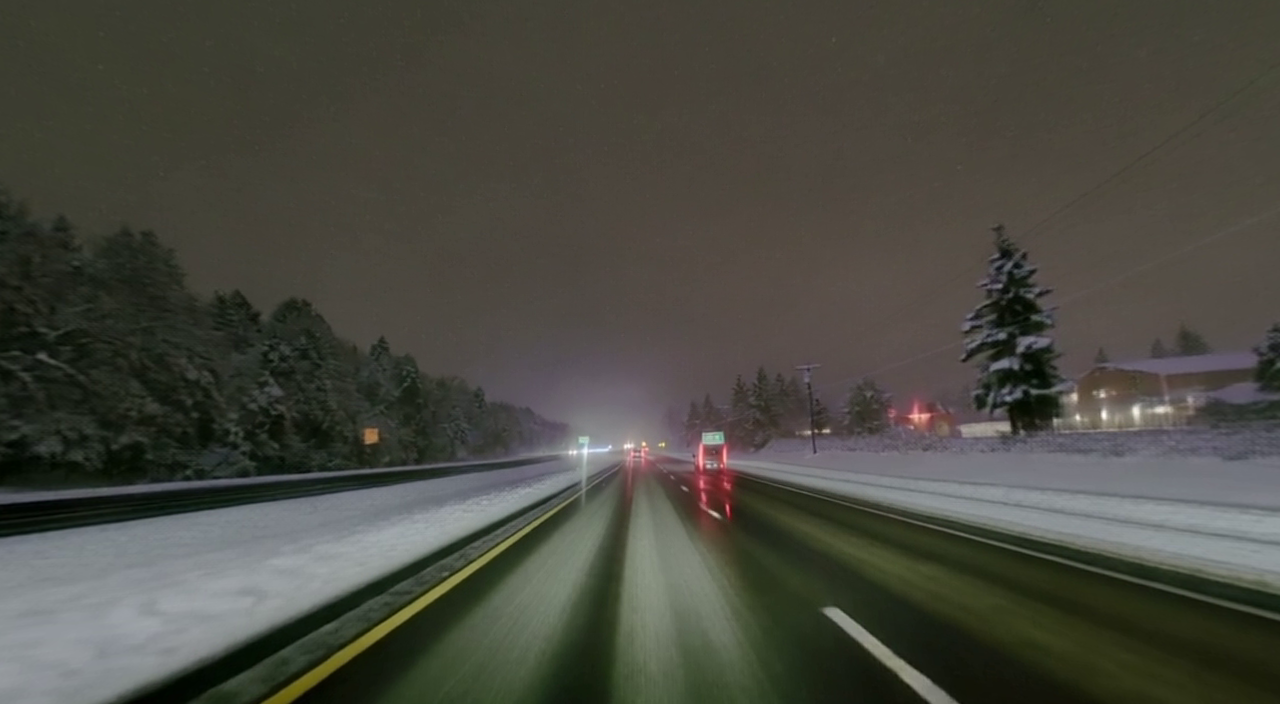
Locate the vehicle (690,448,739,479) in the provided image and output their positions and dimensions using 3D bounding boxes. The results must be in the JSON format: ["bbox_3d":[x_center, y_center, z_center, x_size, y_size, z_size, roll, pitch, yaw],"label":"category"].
[{"bbox_3d":[3.906,5.925,33.783,2.115,1.522,4.330,0,-9,0],"label":"vehicle"}]
